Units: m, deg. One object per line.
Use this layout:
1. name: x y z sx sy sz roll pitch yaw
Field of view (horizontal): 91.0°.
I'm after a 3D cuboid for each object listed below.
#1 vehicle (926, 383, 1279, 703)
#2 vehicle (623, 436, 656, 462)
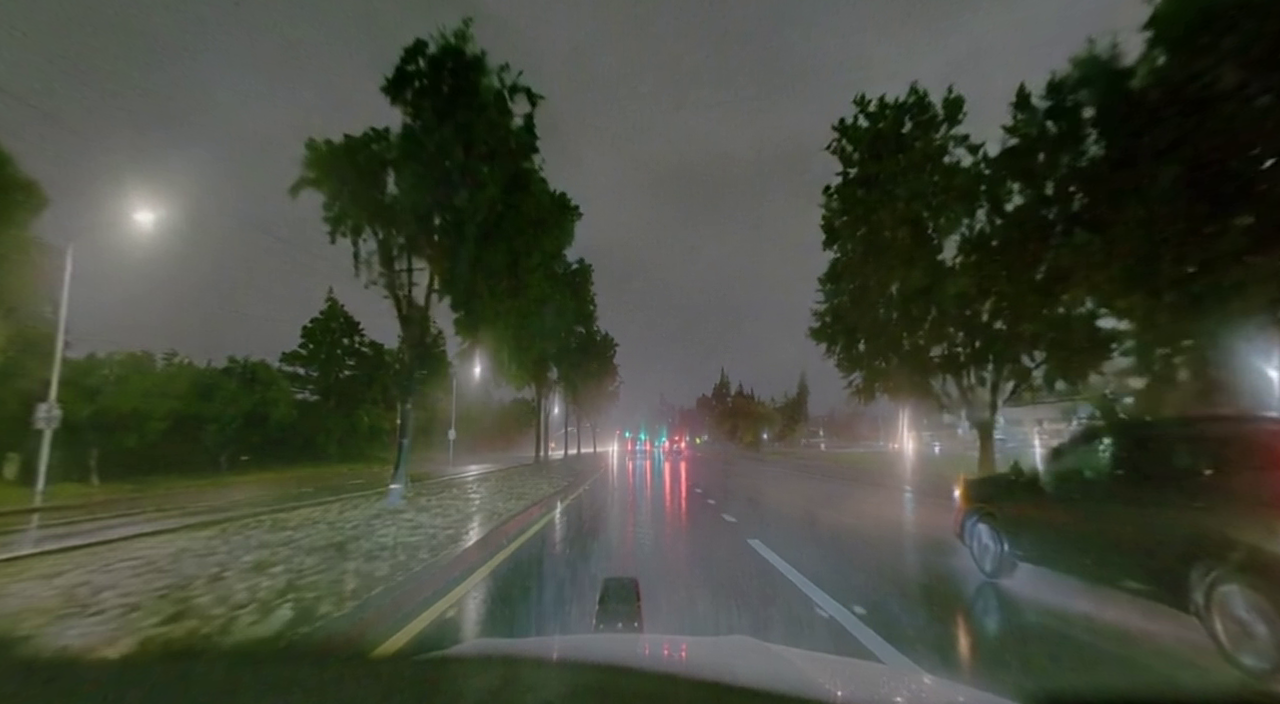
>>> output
1. vehicle: 4.254 1.142 4.299 2.235 1.597 4.918 0 -9 -1
2. vehicle: -0.089 7.049 45.635 2.189 1.776 4.342 0 -9 -2
